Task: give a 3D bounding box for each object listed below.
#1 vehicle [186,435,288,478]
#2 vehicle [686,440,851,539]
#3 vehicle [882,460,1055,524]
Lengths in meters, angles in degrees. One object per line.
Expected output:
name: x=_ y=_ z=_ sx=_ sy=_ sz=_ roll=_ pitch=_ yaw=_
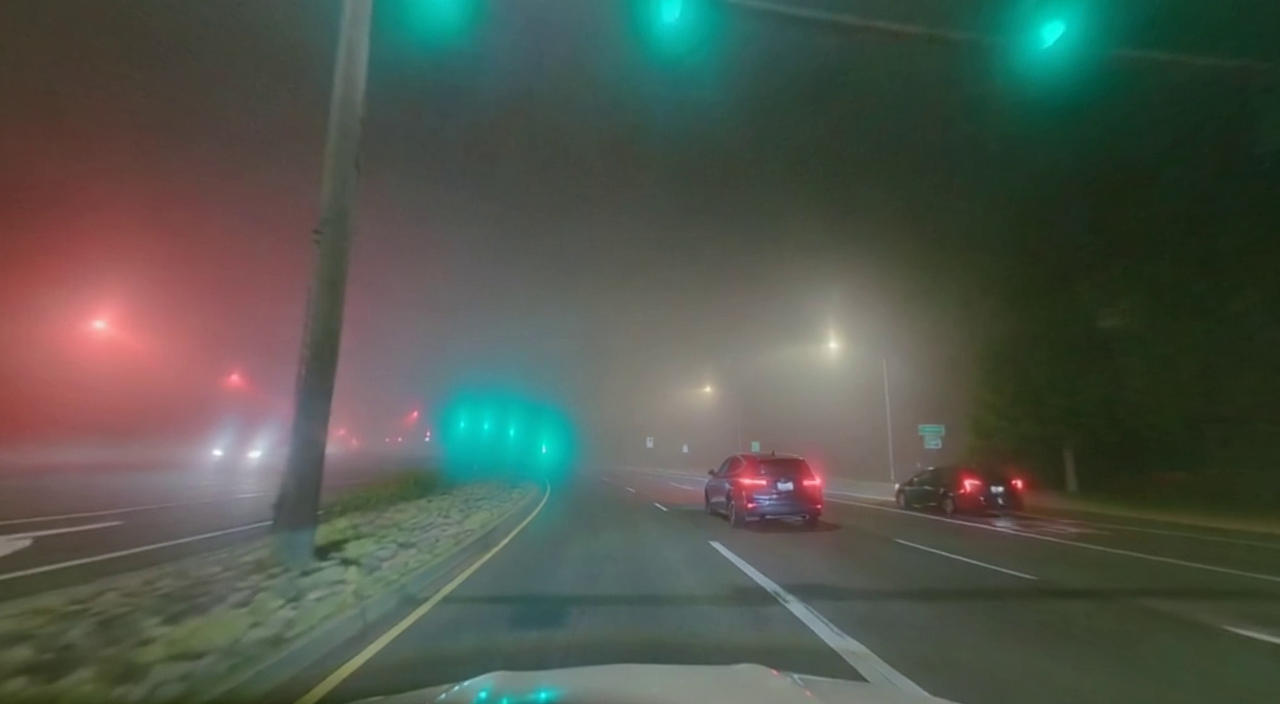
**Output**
vehicle: x=-16.331 y=4.272 z=25.899 sx=2.206 sy=1.583 sz=4.539 roll=3 pitch=-10 yaw=-16
vehicle: x=2.362 y=2.716 z=13.046 sx=2.122 sy=1.646 sz=4.525 roll=1 pitch=-9 yaw=-5
vehicle: x=8.784 y=3.759 z=17.489 sx=1.940 sy=1.460 sz=4.652 roll=1 pitch=-9 yaw=-6
